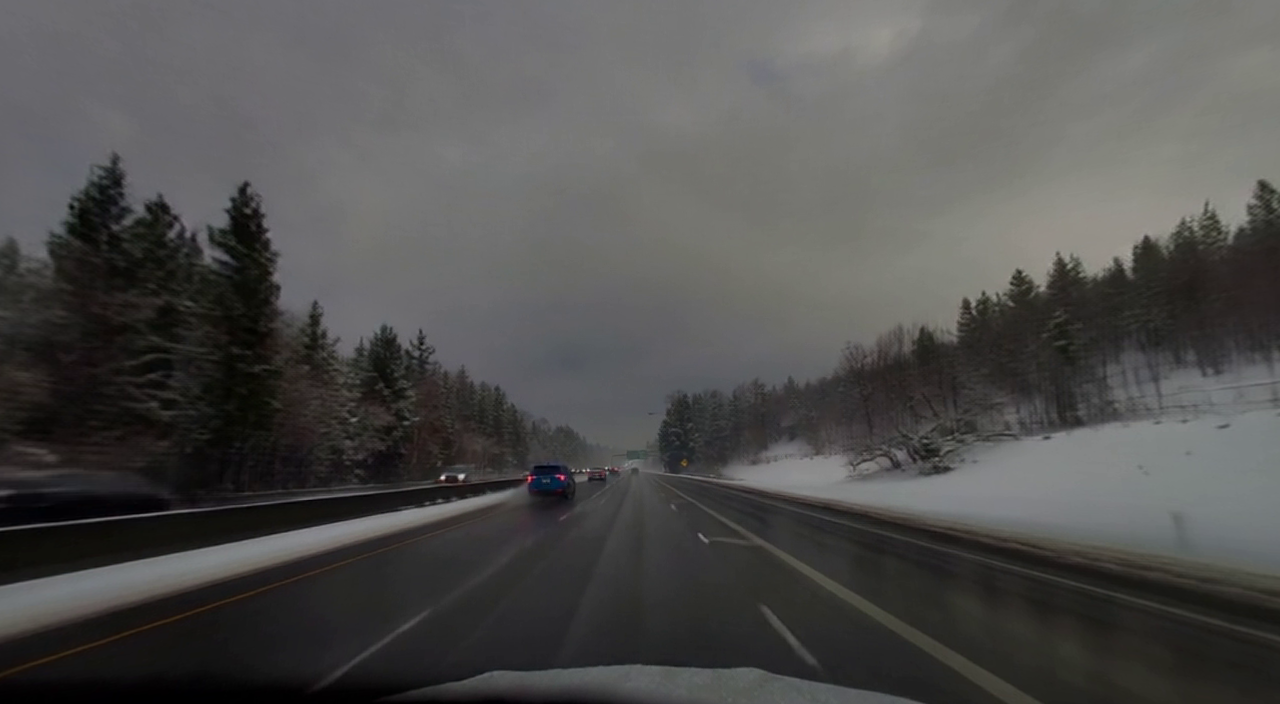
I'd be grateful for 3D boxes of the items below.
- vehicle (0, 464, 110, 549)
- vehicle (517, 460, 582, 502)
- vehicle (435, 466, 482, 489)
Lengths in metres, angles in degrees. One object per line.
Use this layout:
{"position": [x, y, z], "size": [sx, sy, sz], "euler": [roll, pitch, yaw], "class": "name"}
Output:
{"position": [-12.670, 2.826, 11.551], "size": [1.939, 1.525, 4.481], "euler": [1, -10, 0], "class": "vehicle"}
{"position": [-3.757, 5.480, 27.009], "size": [2.068, 1.592, 4.479], "euler": [1, -10, 0], "class": "vehicle"}
{"position": [-12.771, 8.852, 44.691], "size": [2.012, 1.522, 4.405], "euler": [1, -10, 0], "class": "vehicle"}
